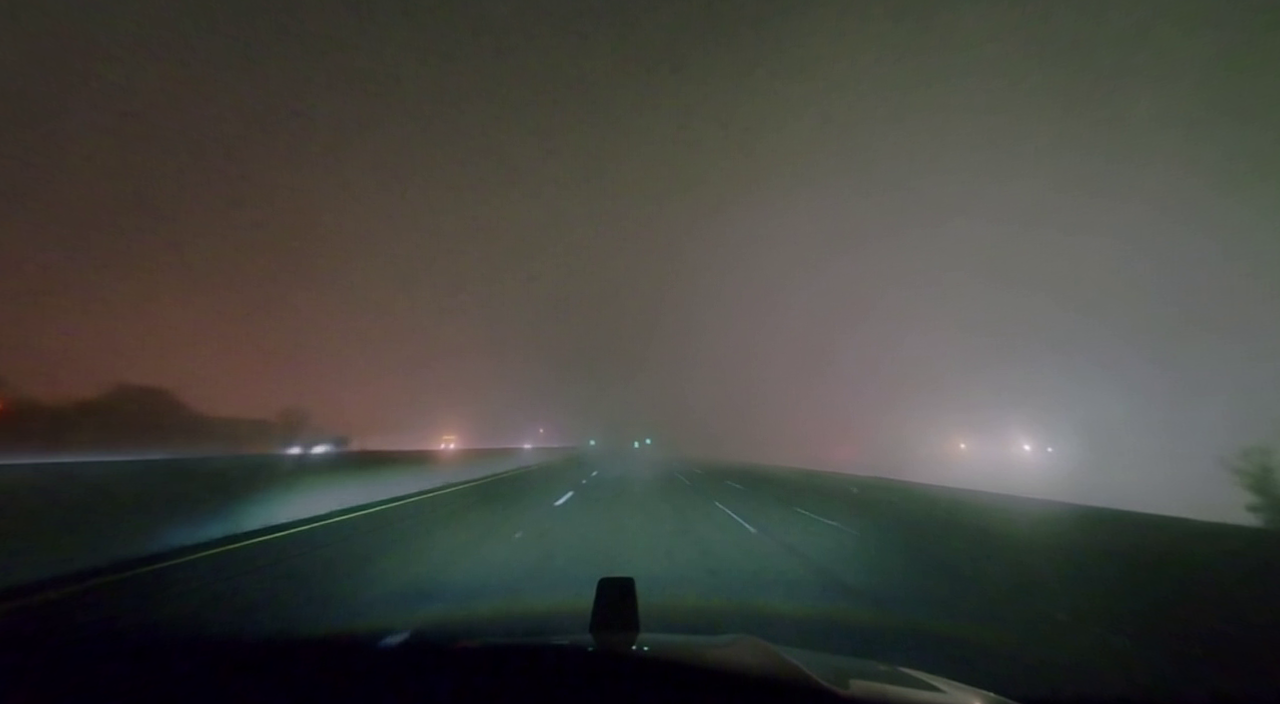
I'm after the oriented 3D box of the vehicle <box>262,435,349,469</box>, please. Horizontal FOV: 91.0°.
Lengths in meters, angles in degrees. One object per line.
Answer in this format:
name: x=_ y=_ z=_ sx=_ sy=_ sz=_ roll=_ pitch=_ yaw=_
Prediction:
vehicle: x=-16.150 y=4.819 z=30.637 sx=1.907 sy=1.527 sz=4.232 roll=0 pitch=-8 yaw=0
